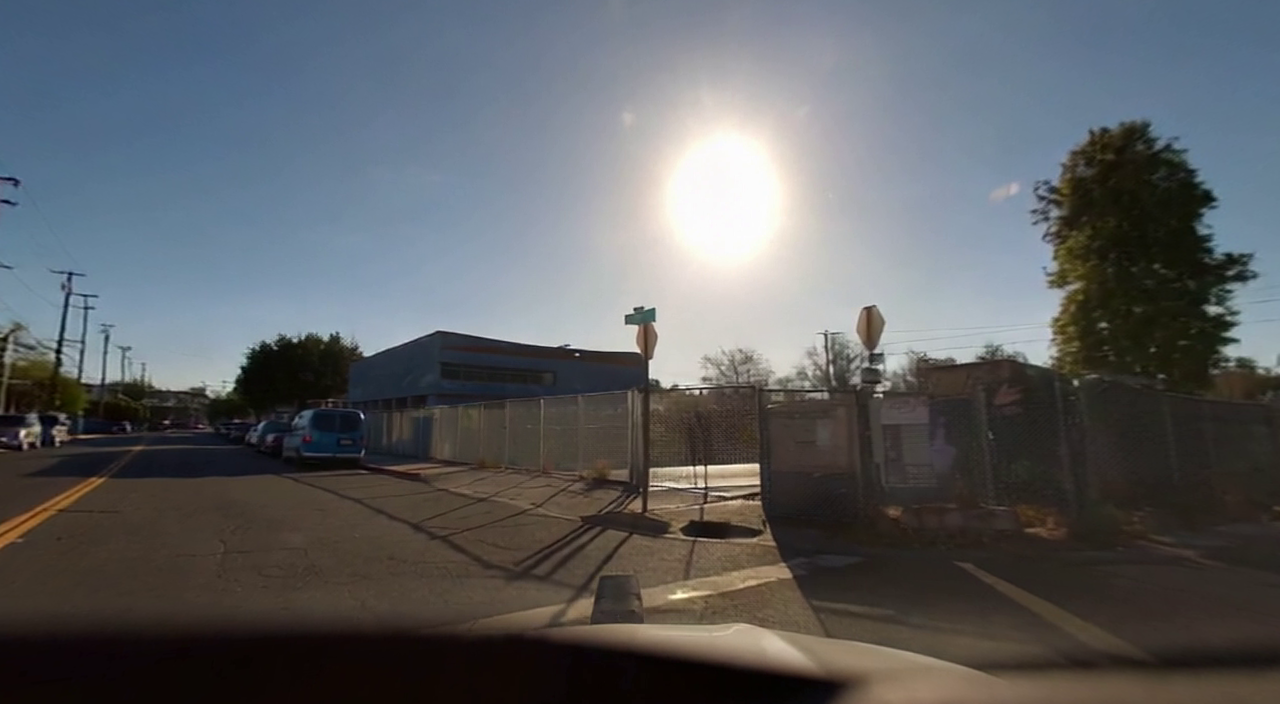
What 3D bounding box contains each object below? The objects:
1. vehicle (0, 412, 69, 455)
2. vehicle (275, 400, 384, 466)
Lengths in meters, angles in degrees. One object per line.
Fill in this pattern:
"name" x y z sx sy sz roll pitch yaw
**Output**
"vehicle" -30.393 4.059 31.079 2.504 1.919 5.658 6 -10 -34
"vehicle" -11.245 2.949 22.622 2.327 2.021 5.850 6 -10 -36
